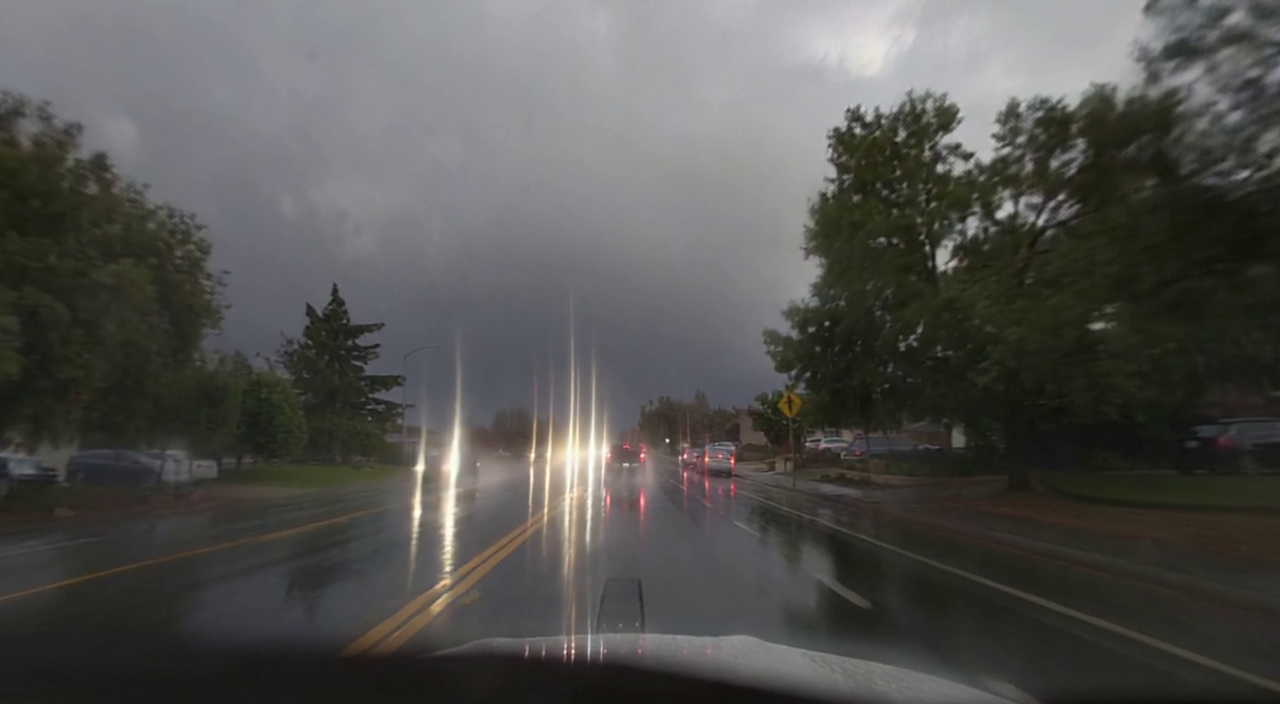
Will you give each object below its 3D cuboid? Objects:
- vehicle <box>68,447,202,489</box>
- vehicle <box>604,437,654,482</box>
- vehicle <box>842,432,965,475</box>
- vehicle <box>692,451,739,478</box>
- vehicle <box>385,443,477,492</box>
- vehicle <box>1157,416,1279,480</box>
[{"bbox_3d":[-21.304,4.899,26.774,4.020,1.635,1.875,0,-8,2],"label":"vehicle"},{"bbox_3d":[-0.508,4.995,29.588,2.153,1.942,4.767,0,-9,-1],"label":"vehicle"},{"bbox_3d":[12.350,4.803,29.871,4.870,1.926,2.094,0,-9,-1],"label":"vehicle"},{"bbox_3d":[4.351,6.556,37.023,1.963,1.469,4.709,0,-9,-2],"label":"vehicle"},{"bbox_3d":[-8.340,4.636,25.769,2.114,1.811,4.949,0,-9,-1],"label":"vehicle"},{"bbox_3d":[18.270,2.778,18.306,4.648,1.747,2.108,0,-9,0],"label":"vehicle"}]
